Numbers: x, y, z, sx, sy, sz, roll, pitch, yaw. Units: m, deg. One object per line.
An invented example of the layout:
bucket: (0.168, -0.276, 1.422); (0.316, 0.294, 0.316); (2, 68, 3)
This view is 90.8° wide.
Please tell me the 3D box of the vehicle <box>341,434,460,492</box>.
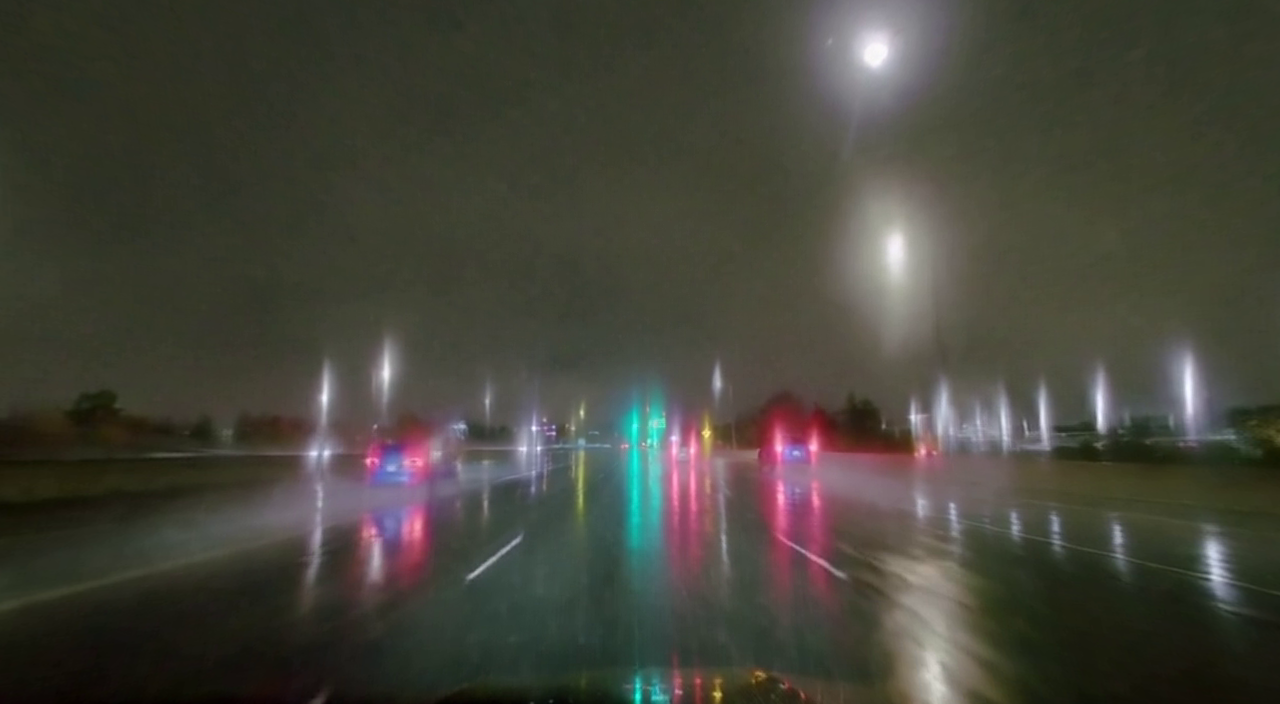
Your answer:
vehicle: (-7.893, 3.688, 21.534); (2.083, 1.696, 5.464); (1, -8, -2)

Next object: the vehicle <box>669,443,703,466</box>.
vehicle: (3.183, 7.165, 44.499); (2.000, 1.533, 3.770); (0, -8, -1)

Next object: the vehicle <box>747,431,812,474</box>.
vehicle: (6.833, 4.985, 31.452); (2.065, 1.953, 4.605); (0, -8, -1)
